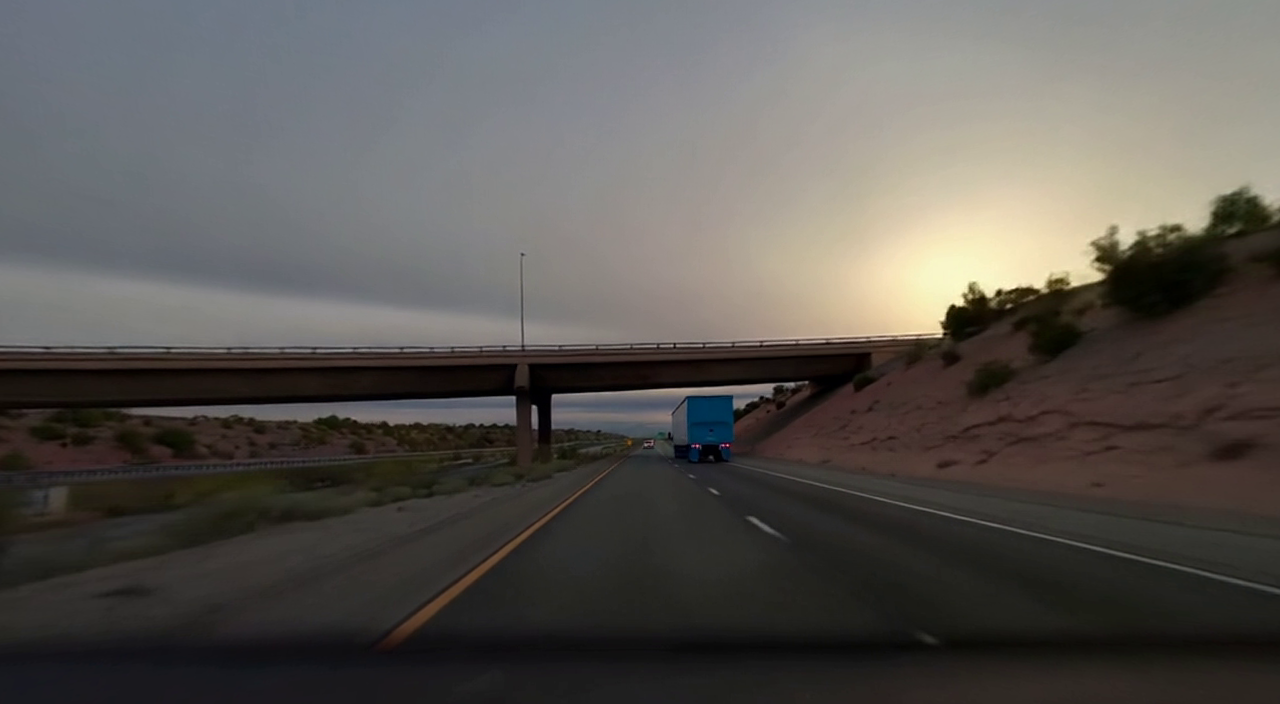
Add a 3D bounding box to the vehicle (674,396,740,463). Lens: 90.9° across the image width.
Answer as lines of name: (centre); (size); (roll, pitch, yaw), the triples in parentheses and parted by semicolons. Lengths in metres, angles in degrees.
vehicle: (4.154, 5.203, 41.583); (3.024, 3.834, 10.128); (0, -8, -1)
